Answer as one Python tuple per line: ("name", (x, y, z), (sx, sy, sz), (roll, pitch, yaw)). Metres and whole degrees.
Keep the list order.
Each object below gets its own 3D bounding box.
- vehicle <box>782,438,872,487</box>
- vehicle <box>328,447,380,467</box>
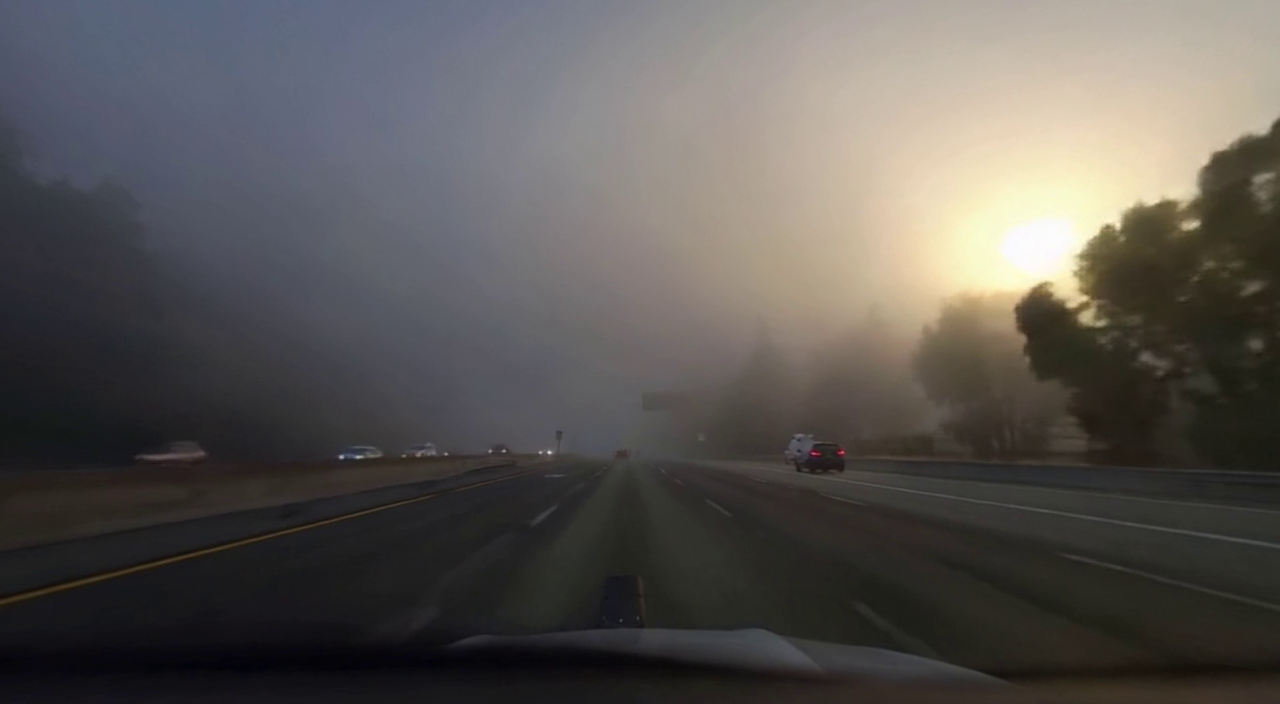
("vehicle", (6.945, 4.143, 23.924), (2.081, 1.705, 3.926), (0, -9, -1))
("vehicle", (-21.735, 8.019, 48.225), (1.818, 1.445, 4.678), (0, -9, -1))
